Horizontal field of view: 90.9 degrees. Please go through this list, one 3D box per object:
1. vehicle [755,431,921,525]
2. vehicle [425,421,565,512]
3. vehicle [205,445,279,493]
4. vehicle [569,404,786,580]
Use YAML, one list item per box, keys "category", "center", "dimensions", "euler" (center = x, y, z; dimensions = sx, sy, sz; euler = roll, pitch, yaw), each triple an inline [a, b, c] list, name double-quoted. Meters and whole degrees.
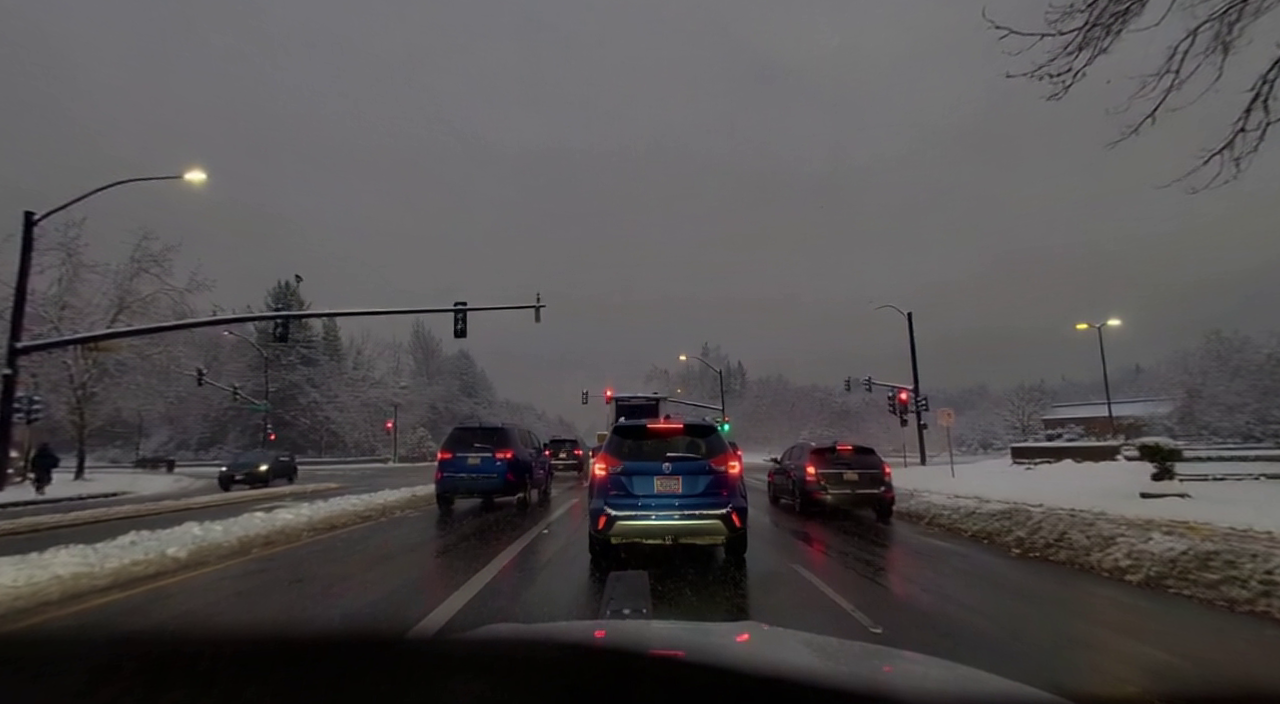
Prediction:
- category: "vehicle"
  center: [3.758, 2.453, 12.824]
  dimensions: [1.954, 1.592, 3.992]
  euler: [0, -8, -2]
- category: "vehicle"
  center: [-3.245, 2.699, 15.333]
  dimensions: [2.209, 1.828, 4.847]
  euler: [0, -8, 0]
- category: "vehicle"
  center: [-15.519, 4.453, 24.440]
  dimensions: [1.926, 1.636, 4.395]
  euler: [6, -10, -37]
- category: "vehicle"
  center: [0.364, 1.728, 8.590]
  dimensions: [2.172, 1.764, 4.338]
  euler: [0, -8, 0]
